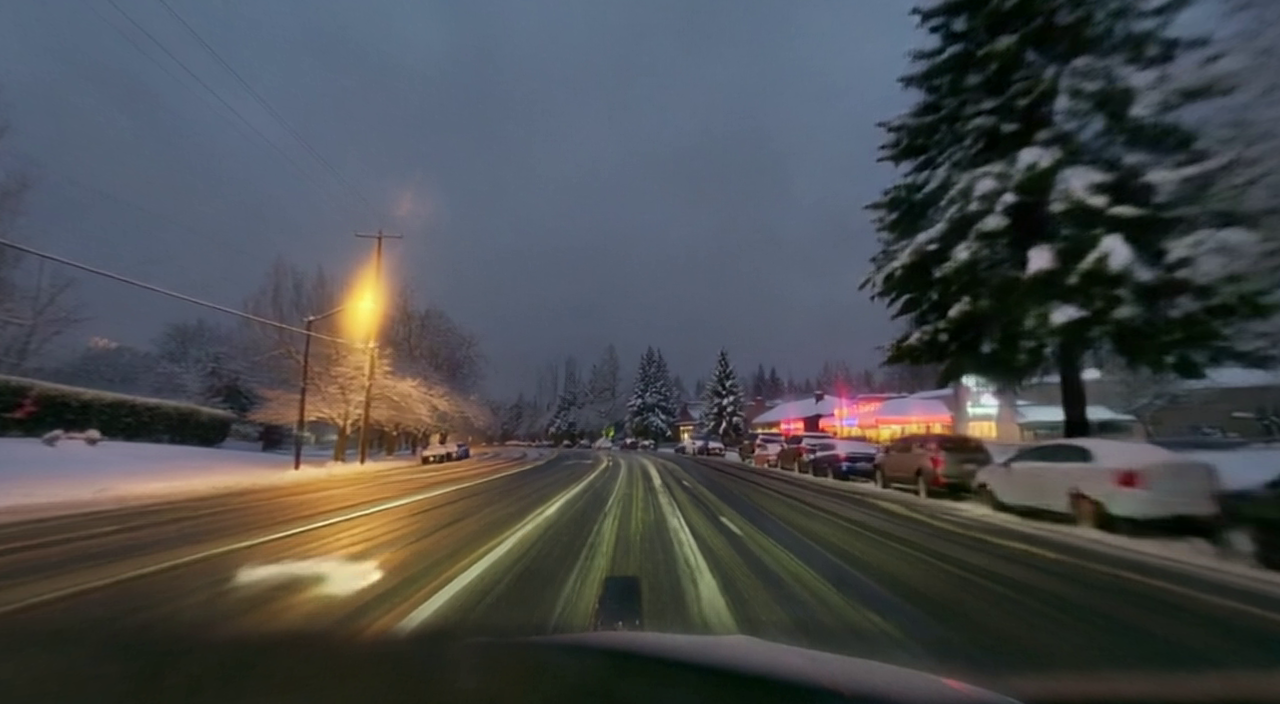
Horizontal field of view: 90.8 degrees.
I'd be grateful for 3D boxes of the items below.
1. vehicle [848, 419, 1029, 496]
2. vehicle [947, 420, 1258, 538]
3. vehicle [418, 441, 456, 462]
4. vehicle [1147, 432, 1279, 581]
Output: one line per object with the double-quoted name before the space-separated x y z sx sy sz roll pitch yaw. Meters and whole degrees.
"vehicle" 7.548 2.749 16.749 2.095 1.693 5.173 0 -8 -2
"vehicle" 7.642 2.128 11.211 2.205 1.658 4.404 0 -8 1
"vehicle" -15.587 7.664 48.699 2.027 1.470 4.550 1 -9 -8
"vehicle" 7.456 1.464 5.763 2.057 1.478 4.356 0 -8 1
